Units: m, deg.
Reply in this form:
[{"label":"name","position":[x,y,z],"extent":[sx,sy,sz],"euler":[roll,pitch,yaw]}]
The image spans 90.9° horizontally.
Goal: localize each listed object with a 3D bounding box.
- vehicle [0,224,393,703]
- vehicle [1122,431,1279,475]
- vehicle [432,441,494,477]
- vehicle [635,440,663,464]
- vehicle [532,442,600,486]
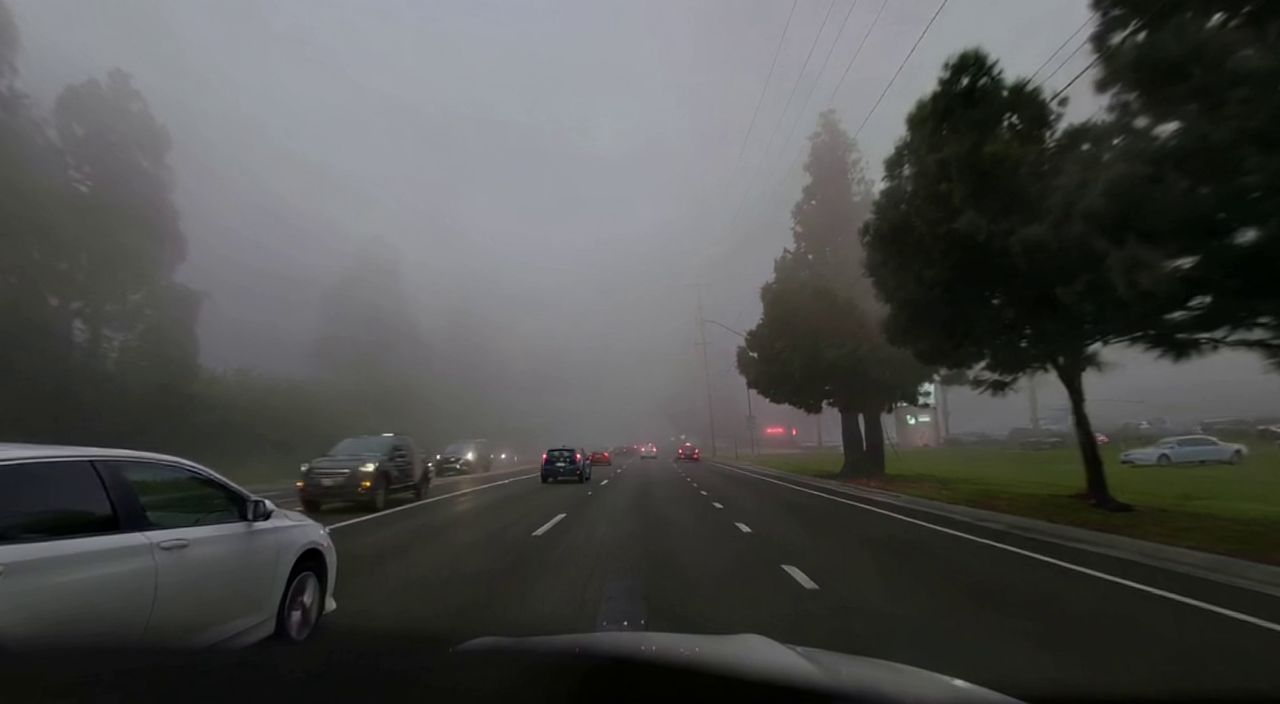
[{"label":"vehicle","position":[-3.023,0.611,1.689],"extent":[2.381,1.961,5.563],"euler":[0,-9,1]},{"label":"vehicle","position":[20.348,3.654,22.899],"extent":[4.001,1.471,1.986],"euler":[0,-9,-3]},{"label":"vehicle","position":[-9.457,5.732,34.096],"extent":[2.030,1.772,4.513],"euler":[-2,-9,1]},{"label":"vehicle","position":[0.676,7.862,49.802],"extent":[2.155,1.781,3.977],"euler":[0,-9,0]},{"label":"vehicle","position":[-2.634,4.105,23.361],"extent":[1.982,1.451,4.152],"euler":[0,-9,1]}]
